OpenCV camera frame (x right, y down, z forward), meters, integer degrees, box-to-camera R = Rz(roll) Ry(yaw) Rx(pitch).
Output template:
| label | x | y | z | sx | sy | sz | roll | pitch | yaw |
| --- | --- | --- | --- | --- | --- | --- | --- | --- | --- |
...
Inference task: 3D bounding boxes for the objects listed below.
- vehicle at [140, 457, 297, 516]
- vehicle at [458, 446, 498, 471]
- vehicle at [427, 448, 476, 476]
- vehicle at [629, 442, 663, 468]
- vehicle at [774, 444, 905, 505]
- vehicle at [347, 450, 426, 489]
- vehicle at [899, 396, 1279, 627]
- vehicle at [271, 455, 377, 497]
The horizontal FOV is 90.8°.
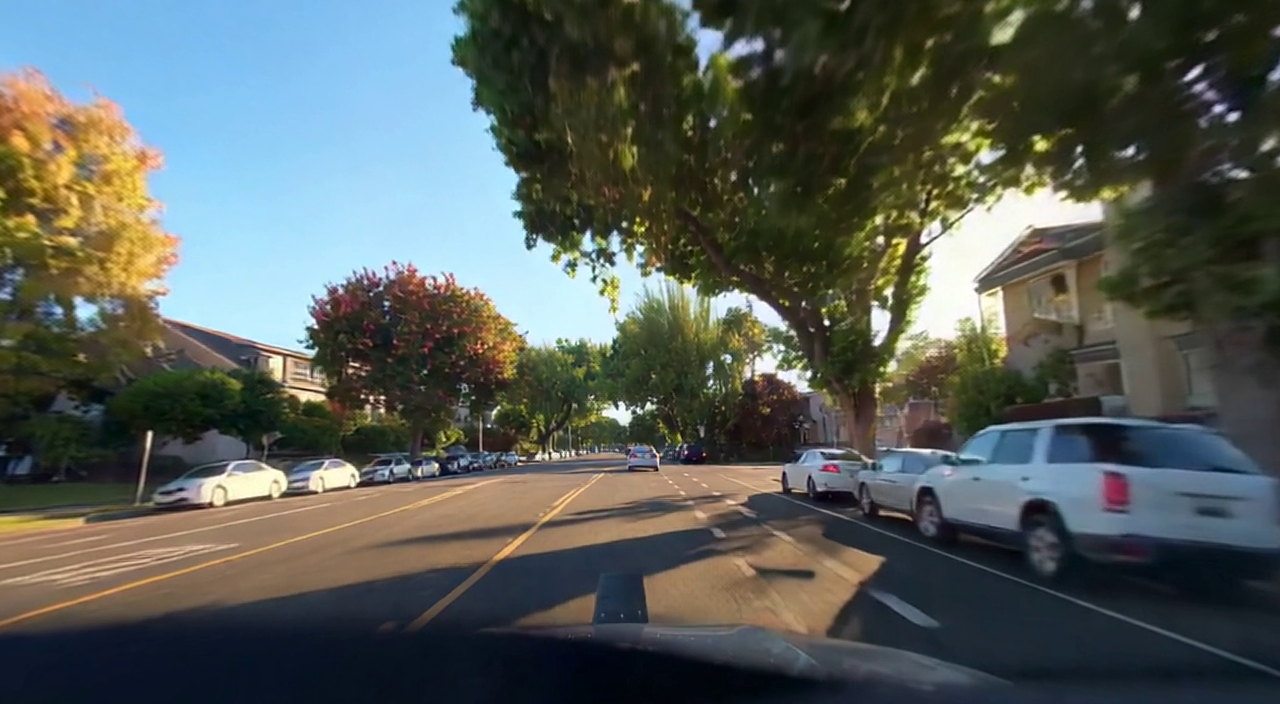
| label | x | y | z | sx | sy | sz | roll | pitch | yaw |
| --- | --- | --- | --- | --- | --- | --- | --- | --- | --- |
| vehicle | -12.502 | 3.968 | 19.137 | 1.877 | 1.505 | 4.125 | 0 | -9 | 0 |
| vehicle | -12.440 | 8.190 | 48.811 | 1.904 | 1.805 | 5.100 | 1 | -9 | -3 |
| vehicle | -12.557 | 7.328 | 42.416 | 1.938 | 1.738 | 4.516 | 0 | -9 | -1 |
| vehicle | 0.335 | 6.459 | 39.738 | 2.022 | 1.471 | 3.973 | 0 | -9 | -1 |
| vehicle | 5.271 | 3.284 | 17.453 | 1.978 | 1.438 | 4.716 | 1 | -9 | -1 |
| vehicle | -12.202 | 5.650 | 30.825 | 1.905 | 1.503 | 5.015 | -4 | -8 | -1 |
| vehicle | 5.156 | 1.628 | 7.479 | 2.078 | 1.813 | 4.827 | 0 | -9 | 0 |
| vehicle | -12.358 | 4.848 | 25.065 | 1.916 | 1.463 | 4.564 | 0 | -9 | -1 |
